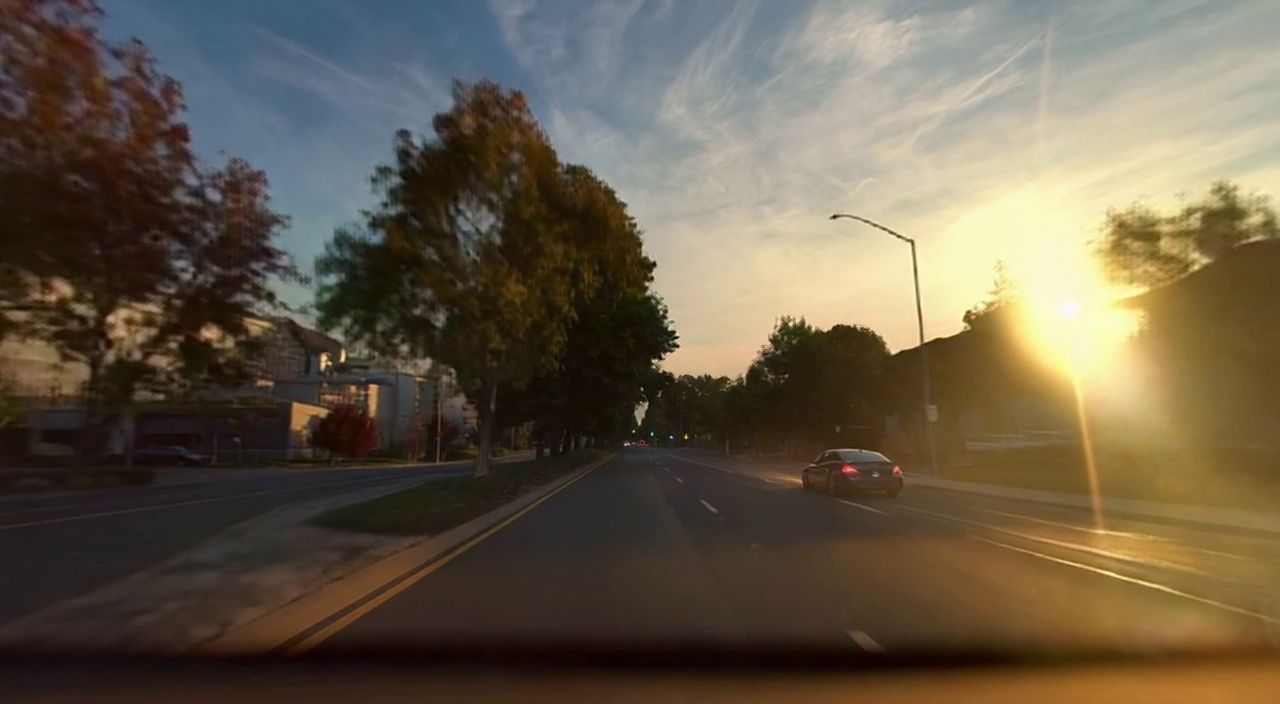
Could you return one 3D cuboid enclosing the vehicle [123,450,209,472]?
[{"bbox_3d":[-31.827,7.305,42.324,4.210,1.442,1.867,0,-8,-1],"label":"vehicle"}]

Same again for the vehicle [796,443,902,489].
[{"bbox_3d":[7.068,3.897,21.871,2.054,1.421,4.487,0,-8,-1],"label":"vehicle"}]
